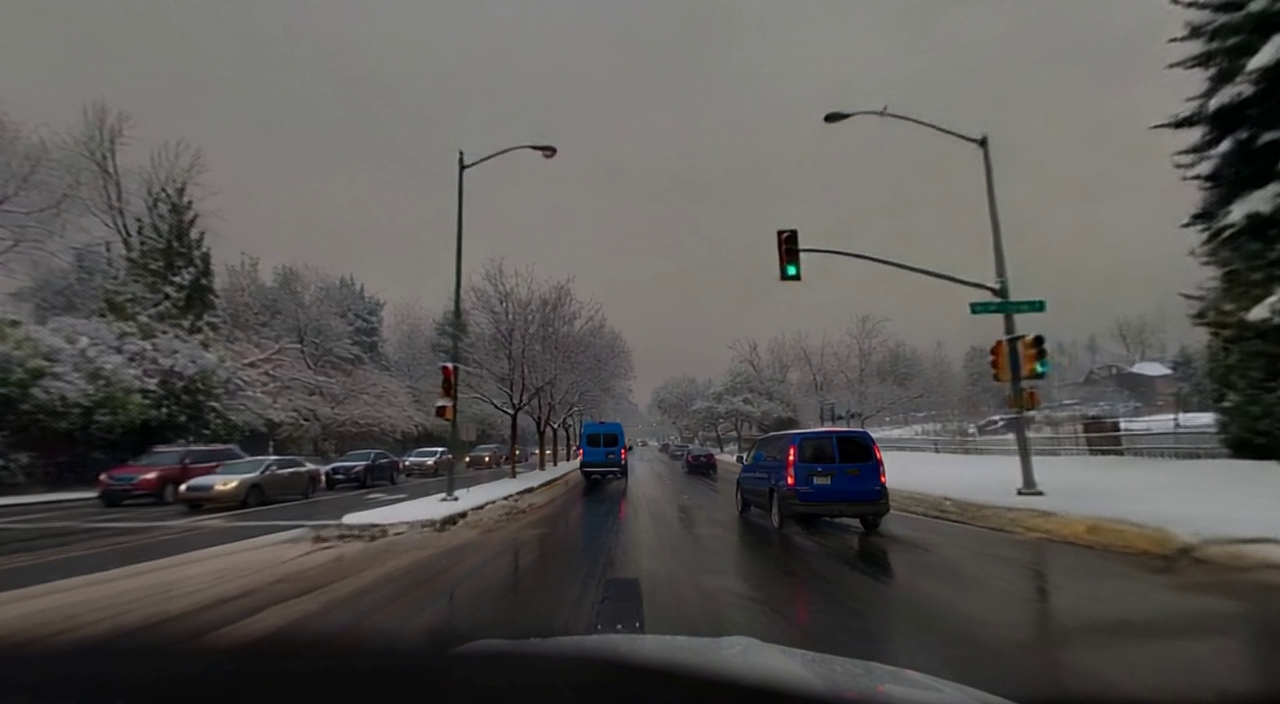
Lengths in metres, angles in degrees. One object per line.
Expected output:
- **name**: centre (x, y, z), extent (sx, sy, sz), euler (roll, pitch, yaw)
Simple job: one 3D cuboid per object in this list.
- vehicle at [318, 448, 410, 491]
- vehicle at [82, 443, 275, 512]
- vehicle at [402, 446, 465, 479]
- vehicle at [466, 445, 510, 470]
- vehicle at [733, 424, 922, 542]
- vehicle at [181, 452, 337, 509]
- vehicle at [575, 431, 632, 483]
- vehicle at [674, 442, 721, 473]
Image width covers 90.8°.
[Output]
- **vehicle**: centre (-11.405, 4.831, 26.432), extent (1.956, 1.625, 4.123), euler (0, -8, 0)
- **vehicle**: centre (-15.249, 4.116, 21.495), extent (2.299, 2.015, 5.743), euler (0, -8, -2)
- **vehicle**: centre (-11.138, 5.943, 34.331), extent (1.988, 1.689, 4.047), euler (0, -8, 1)
- **vehicle**: centre (-11.355, 7.871, 47.414), extent (2.091, 1.806, 4.859), euler (0, -8, 0)
- **vehicle**: centre (3.014, 2.194, 11.230), extent (1.965, 1.671, 4.146), euler (0, -8, -2)
- **vehicle**: centre (-11.449, 3.847, 19.463), extent (2.128, 1.496, 4.432), euler (0, -8, -2)
- **vehicle**: centre (-1.479, 4.499, 27.411), extent (2.228, 2.054, 4.309), euler (0, -8, 0)
- **vehicle**: centre (3.229, 6.036, 36.413), extent (2.248, 1.692, 4.252), euler (0, -8, -1)
